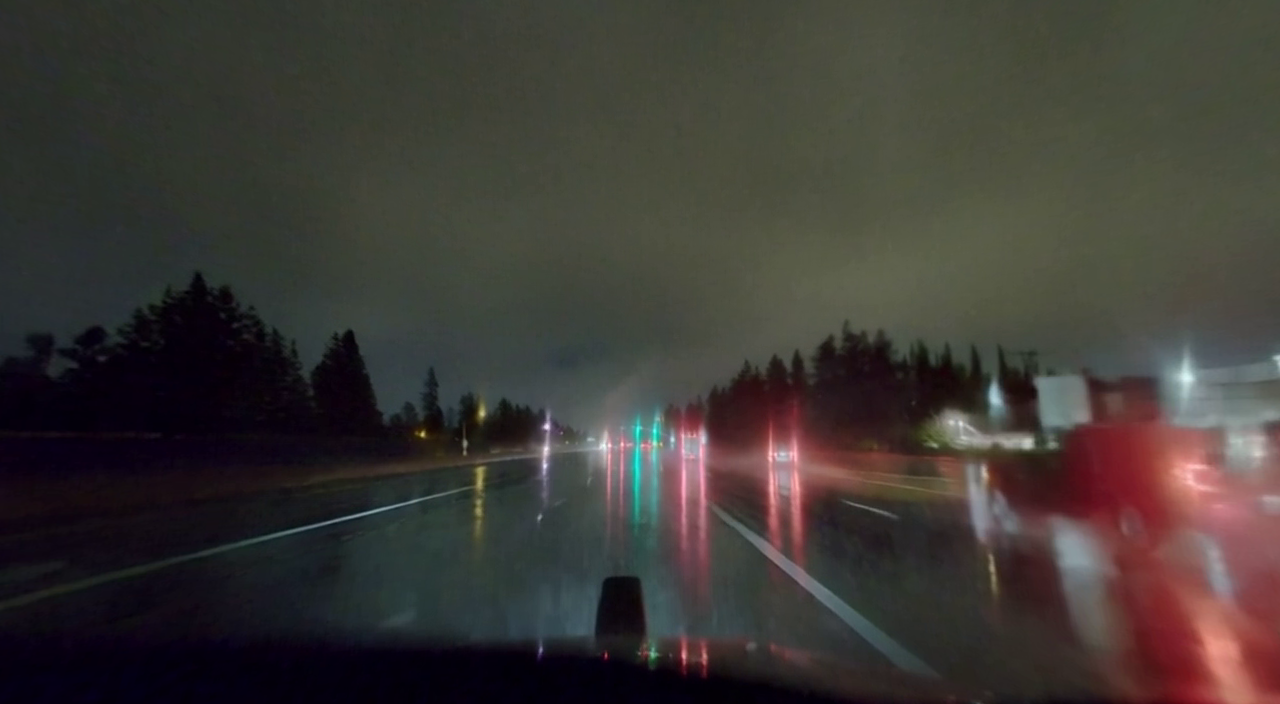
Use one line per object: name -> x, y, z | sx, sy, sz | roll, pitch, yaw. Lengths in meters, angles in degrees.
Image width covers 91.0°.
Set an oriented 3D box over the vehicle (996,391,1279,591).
vehicle -> 6.769, 1.557, 7.705 | 2.096, 1.767, 4.601 | 0, -9, 0
